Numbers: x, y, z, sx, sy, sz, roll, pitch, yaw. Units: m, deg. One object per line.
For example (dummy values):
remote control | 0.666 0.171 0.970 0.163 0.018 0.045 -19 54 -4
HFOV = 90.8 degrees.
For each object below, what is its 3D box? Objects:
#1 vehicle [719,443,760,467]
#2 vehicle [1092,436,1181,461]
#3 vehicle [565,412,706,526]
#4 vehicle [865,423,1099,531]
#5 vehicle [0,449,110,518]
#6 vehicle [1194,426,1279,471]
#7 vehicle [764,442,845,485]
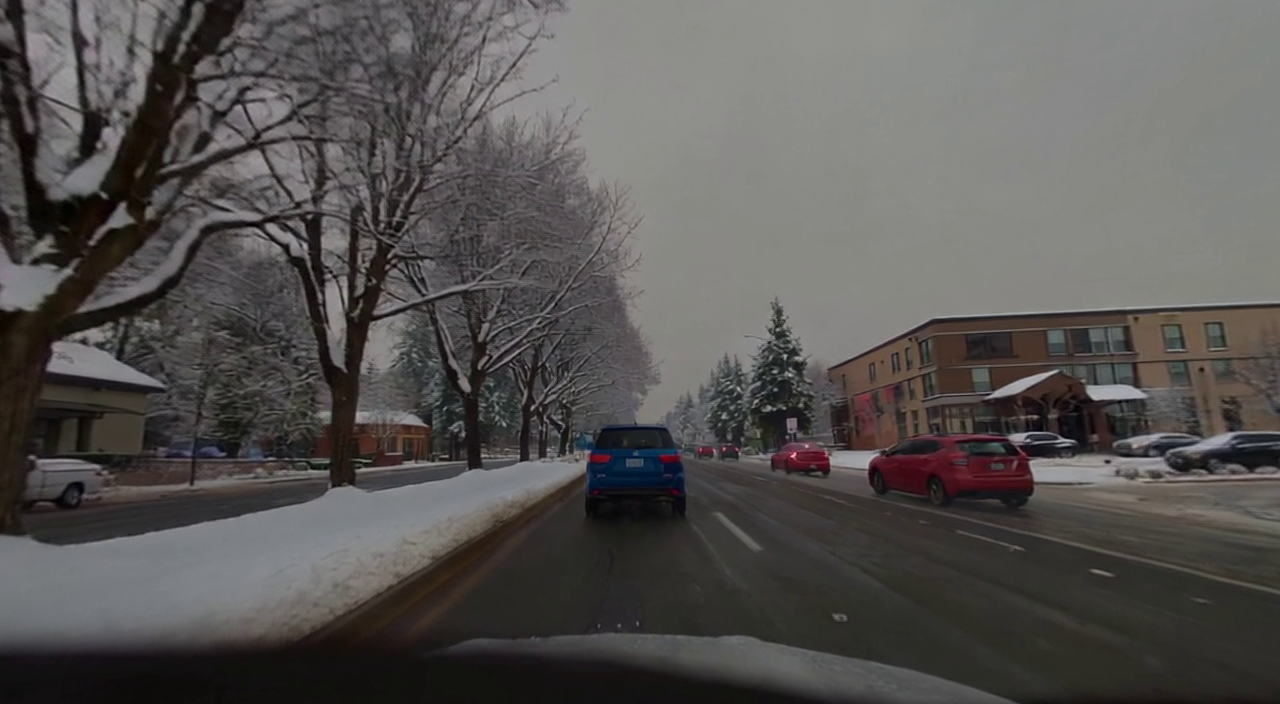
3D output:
vehicle | 6.550 6.825 42.086 1.914 1.523 4.287 0 -9 -2
vehicle | 33.224 6.474 42.454 1.959 1.580 4.873 0 -9 0
vehicle | -0.088 2.253 12.620 2.320 1.880 4.192 0 -9 -1
vehicle | 6.259 2.332 12.352 2.056 1.703 4.428 0 -9 0
vehicle | -19.246 3.864 18.793 2.302 1.939 5.221 0 -9 1
vehicle | 27.248 4.245 27.797 1.878 1.838 4.118 0 -9 0
vehicle | 6.462 4.422 25.406 2.035 1.553 4.465 0 -9 0
